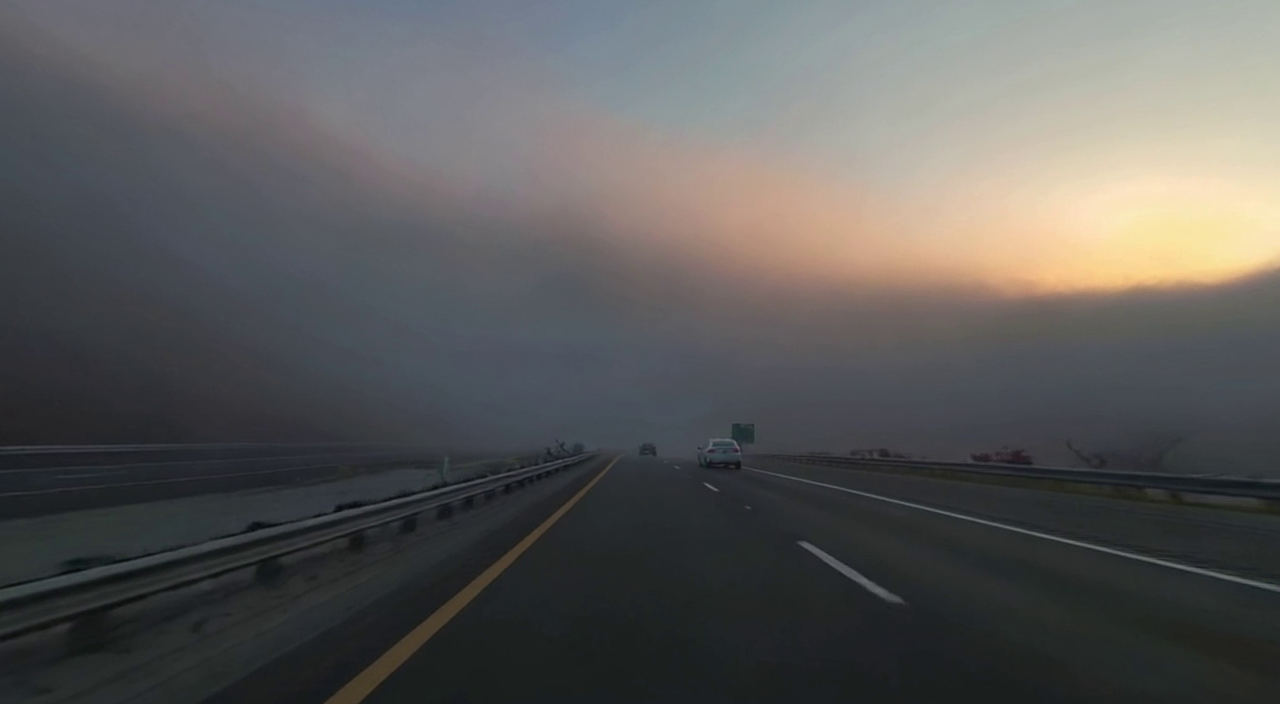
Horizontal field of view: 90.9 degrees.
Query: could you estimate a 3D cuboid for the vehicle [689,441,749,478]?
[{"bbox_3d":[3.482,4.799,28.597,1.960,1.516,4.657,0,-8,-2],"label":"vehicle"}]
